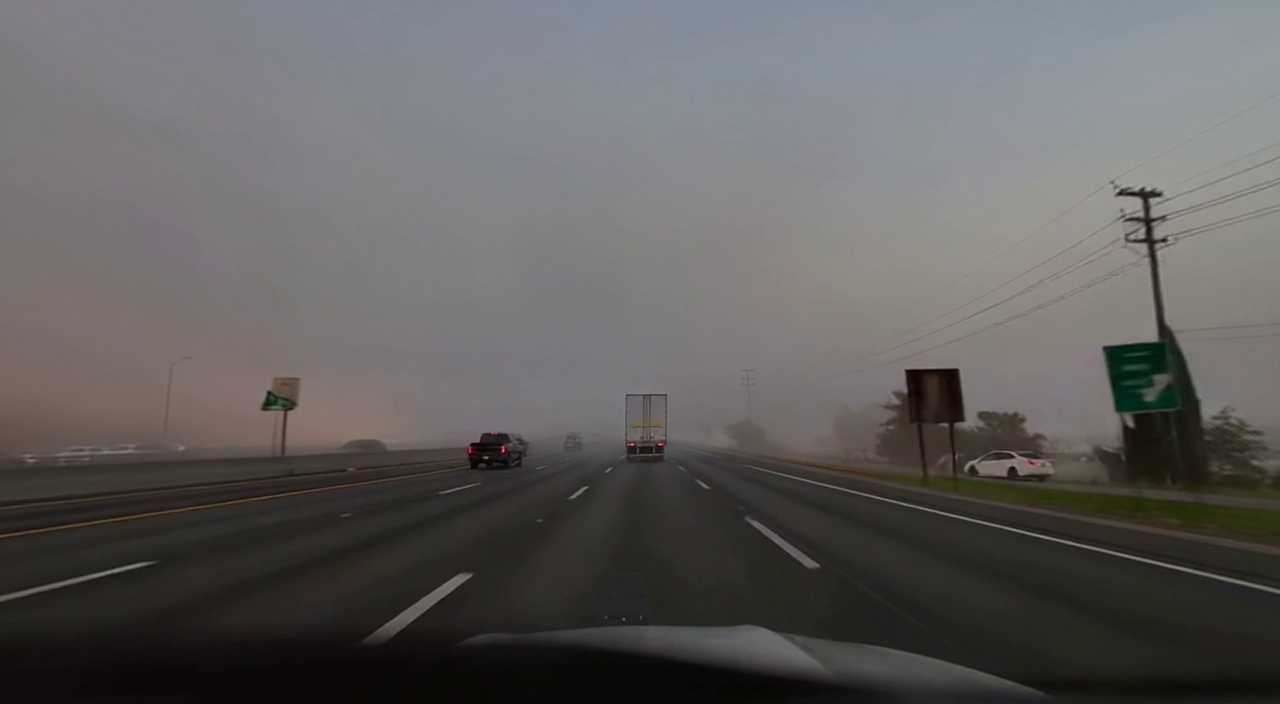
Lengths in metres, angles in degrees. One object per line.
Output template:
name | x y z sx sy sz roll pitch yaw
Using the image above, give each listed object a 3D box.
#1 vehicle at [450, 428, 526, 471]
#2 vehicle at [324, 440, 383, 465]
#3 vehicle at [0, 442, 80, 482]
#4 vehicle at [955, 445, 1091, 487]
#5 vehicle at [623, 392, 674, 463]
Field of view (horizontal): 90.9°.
vehicle | -6.972 4.560 29.647 2.197 1.847 5.364 0 -8 1
vehicle | -17.607 6.186 38.995 1.709 1.442 4.029 0 -8 1
vehicle | -25.568 4.381 25.275 1.956 1.553 4.530 0 -8 1
vehicle | 15.204 4.534 25.433 1.757 1.437 4.897 4 -9 -12
vehicle | 0.686 5.096 41.519 2.879 4.027 11.243 0 -8 2
